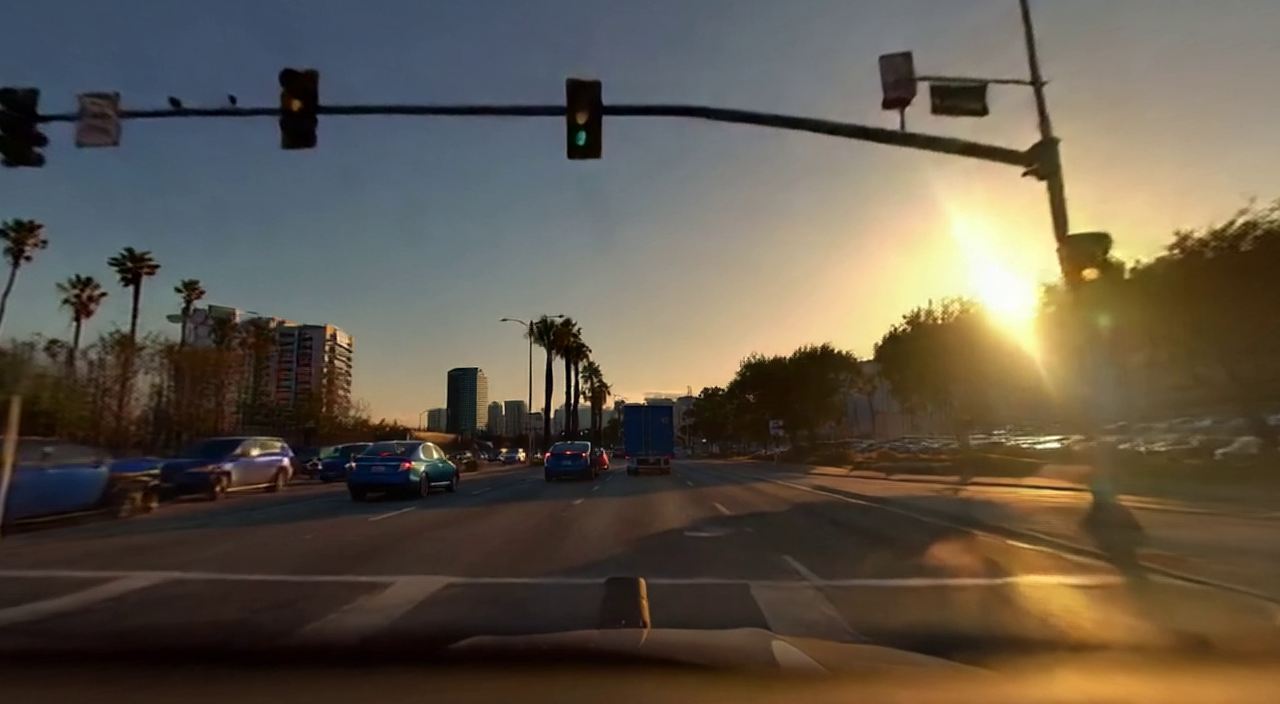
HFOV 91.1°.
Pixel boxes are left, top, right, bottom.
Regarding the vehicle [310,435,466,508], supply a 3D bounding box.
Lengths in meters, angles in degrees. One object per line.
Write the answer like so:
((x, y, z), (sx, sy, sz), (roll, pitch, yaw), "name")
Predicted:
((-6.301, 3.026, 16.435), (2.045, 1.630, 4.680), (0, -9, 1), "vehicle")

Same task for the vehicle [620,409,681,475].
((0.557, 4.891, 34.042), (2.993, 3.235, 6.692), (0, -9, 1), "vehicle")

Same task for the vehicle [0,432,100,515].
((-14.680, 2.628, 13.307), (2.040, 1.745, 4.899), (-3, -10, 1), "vehicle")

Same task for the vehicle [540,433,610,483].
((-2.540, 4.334, 25.966), (2.178, 1.826, 4.933), (0, -9, 2), "vehicle")

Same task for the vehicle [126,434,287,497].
((-14.447, 3.779, 21.359), (2.010, 1.885, 4.606), (0, -9, 2), "vehicle")
